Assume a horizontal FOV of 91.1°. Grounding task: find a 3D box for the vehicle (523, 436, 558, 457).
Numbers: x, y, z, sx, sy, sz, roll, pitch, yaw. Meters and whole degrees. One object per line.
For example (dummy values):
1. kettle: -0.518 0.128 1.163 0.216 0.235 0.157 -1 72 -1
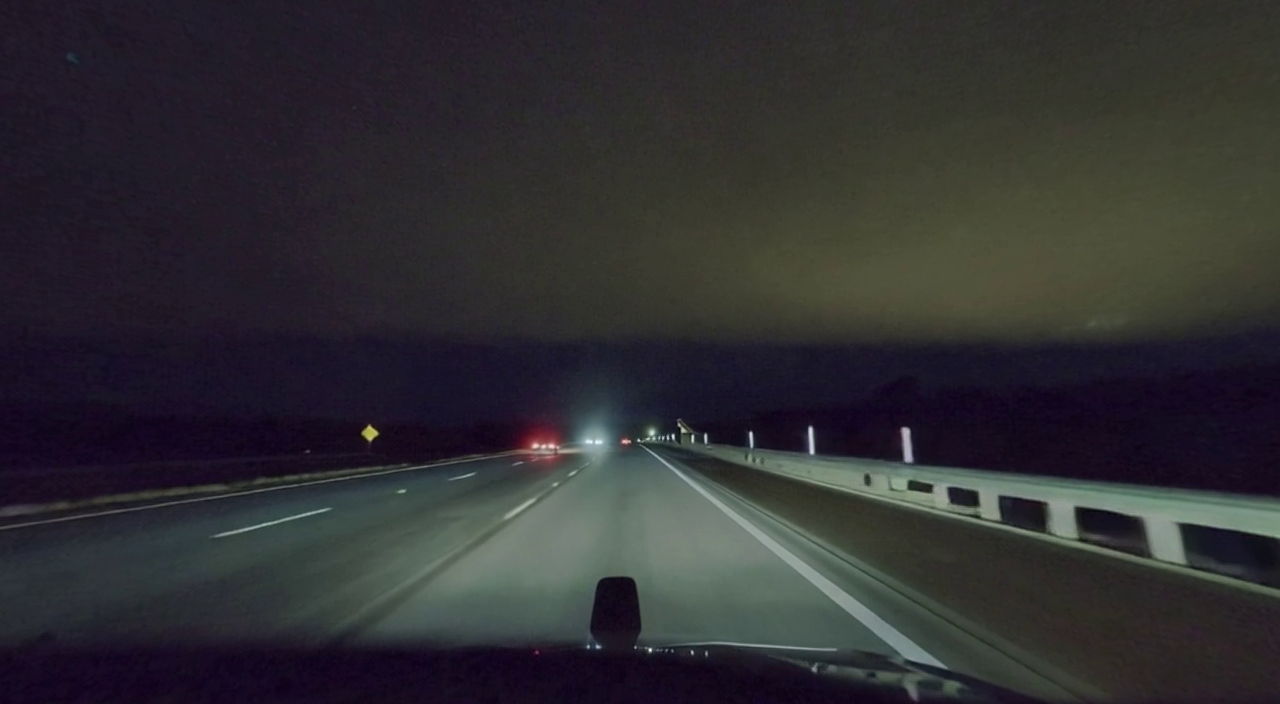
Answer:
1. vehicle: -7.298 6.961 46.476 1.989 1.473 4.345 0 -8 -1
